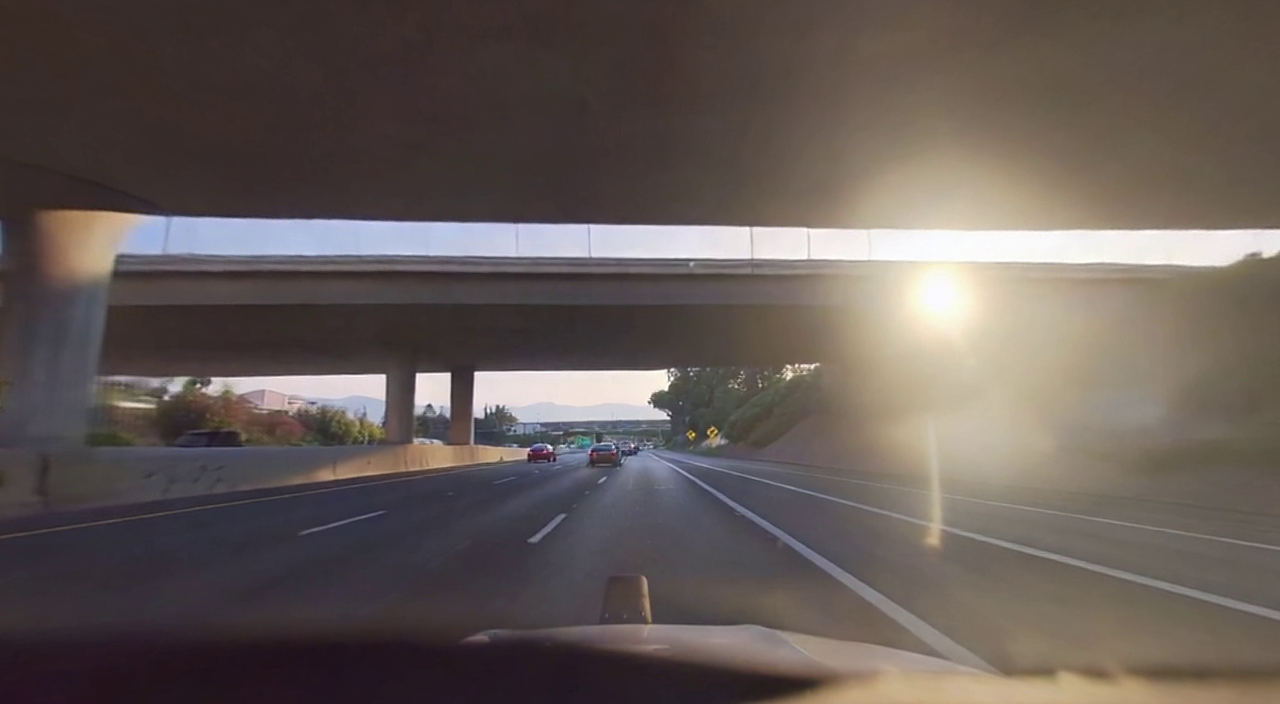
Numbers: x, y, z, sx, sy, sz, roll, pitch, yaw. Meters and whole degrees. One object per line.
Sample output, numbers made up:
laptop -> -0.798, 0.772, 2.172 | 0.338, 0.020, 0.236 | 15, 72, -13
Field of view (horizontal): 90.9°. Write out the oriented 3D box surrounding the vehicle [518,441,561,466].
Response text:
vehicle -> -6.625, 6.771, 42.184 | 2.069, 1.551, 4.830 | 0, -8, 1

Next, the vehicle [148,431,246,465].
vehicle -> -24.147, 5.251, 34.639 | 1.899, 1.729, 4.753 | 0, -8, 0

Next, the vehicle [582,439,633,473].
vehicle -> -1.613, 5.450, 33.281 | 2.210, 1.628, 4.586 | -1, -8, 3
